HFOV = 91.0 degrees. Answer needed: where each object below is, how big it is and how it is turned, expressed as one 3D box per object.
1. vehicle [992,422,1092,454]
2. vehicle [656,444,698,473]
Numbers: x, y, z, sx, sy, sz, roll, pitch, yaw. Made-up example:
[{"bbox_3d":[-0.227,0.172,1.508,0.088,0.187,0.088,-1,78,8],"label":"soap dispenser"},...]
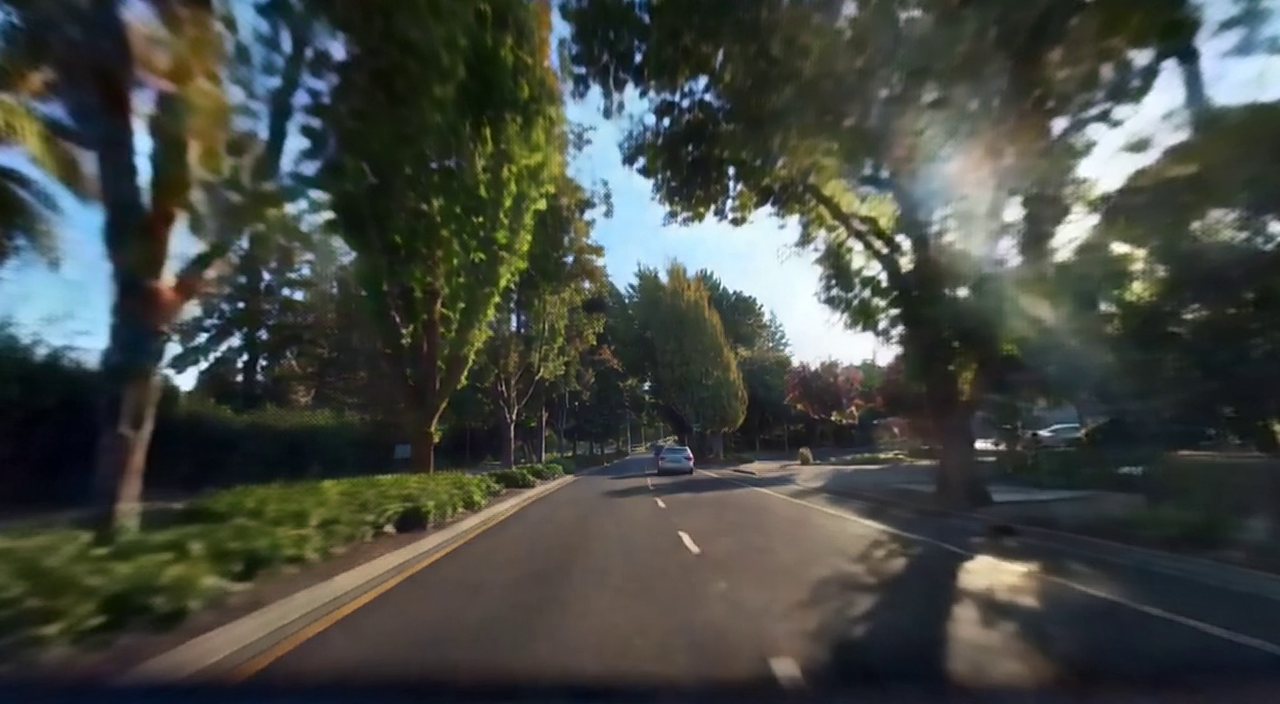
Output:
[{"bbox_3d":[27.854,6.004,43.743,5.465,2.116,2.004,0,-8,0],"label":"vehicle"},{"bbox_3d":[2.040,6.052,36.109,2.044,1.537,4.528,0,-9,-1],"label":"vehicle"}]
